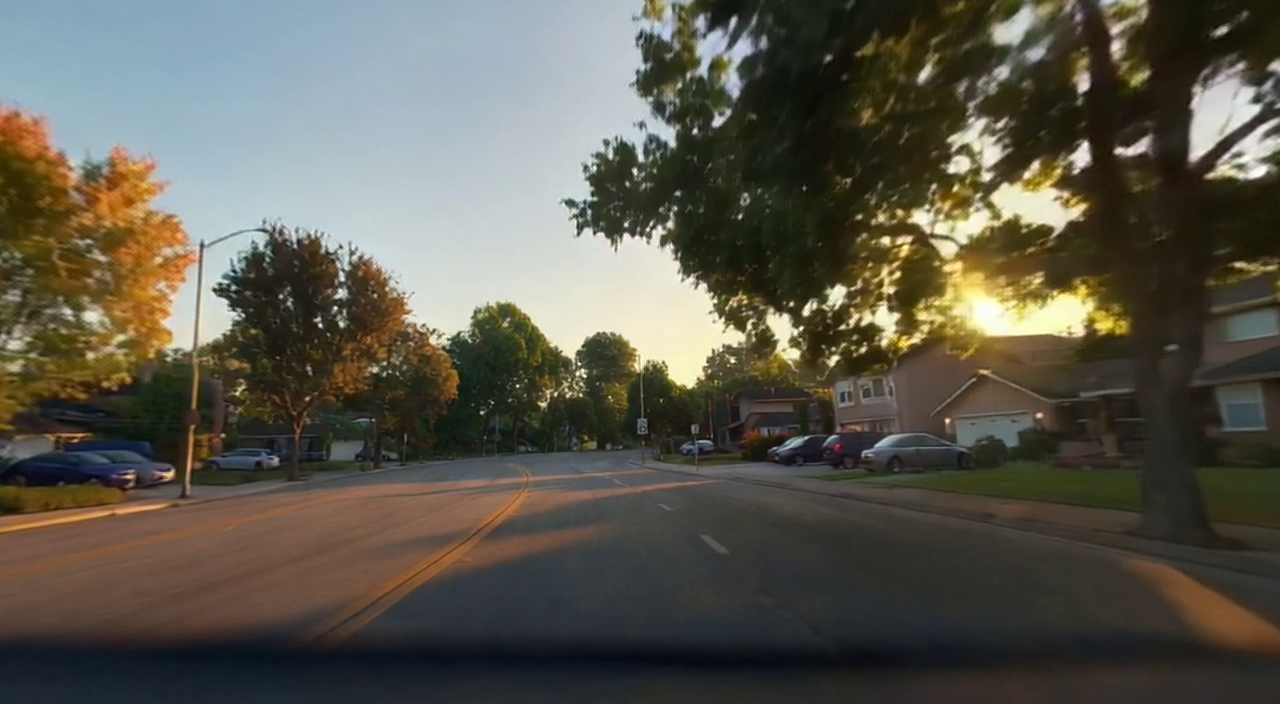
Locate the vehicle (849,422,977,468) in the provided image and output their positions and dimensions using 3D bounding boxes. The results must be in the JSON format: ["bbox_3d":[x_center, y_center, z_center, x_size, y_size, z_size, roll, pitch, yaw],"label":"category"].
[{"bbox_3d":[12.225,4.228,28.565,4.693,1.764,2.265,-4,-9,7],"label":"vehicle"}]

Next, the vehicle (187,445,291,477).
[{"bbox_3d":[-24.845,6.740,39.232,4.879,1.854,2.265,2,-9,-15],"label":"vehicle"}]

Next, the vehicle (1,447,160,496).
[{"bbox_3d":[-21.146,4.487,24.006,3.899,1.729,2.064,1,-8,-7],"label":"vehicle"}]
